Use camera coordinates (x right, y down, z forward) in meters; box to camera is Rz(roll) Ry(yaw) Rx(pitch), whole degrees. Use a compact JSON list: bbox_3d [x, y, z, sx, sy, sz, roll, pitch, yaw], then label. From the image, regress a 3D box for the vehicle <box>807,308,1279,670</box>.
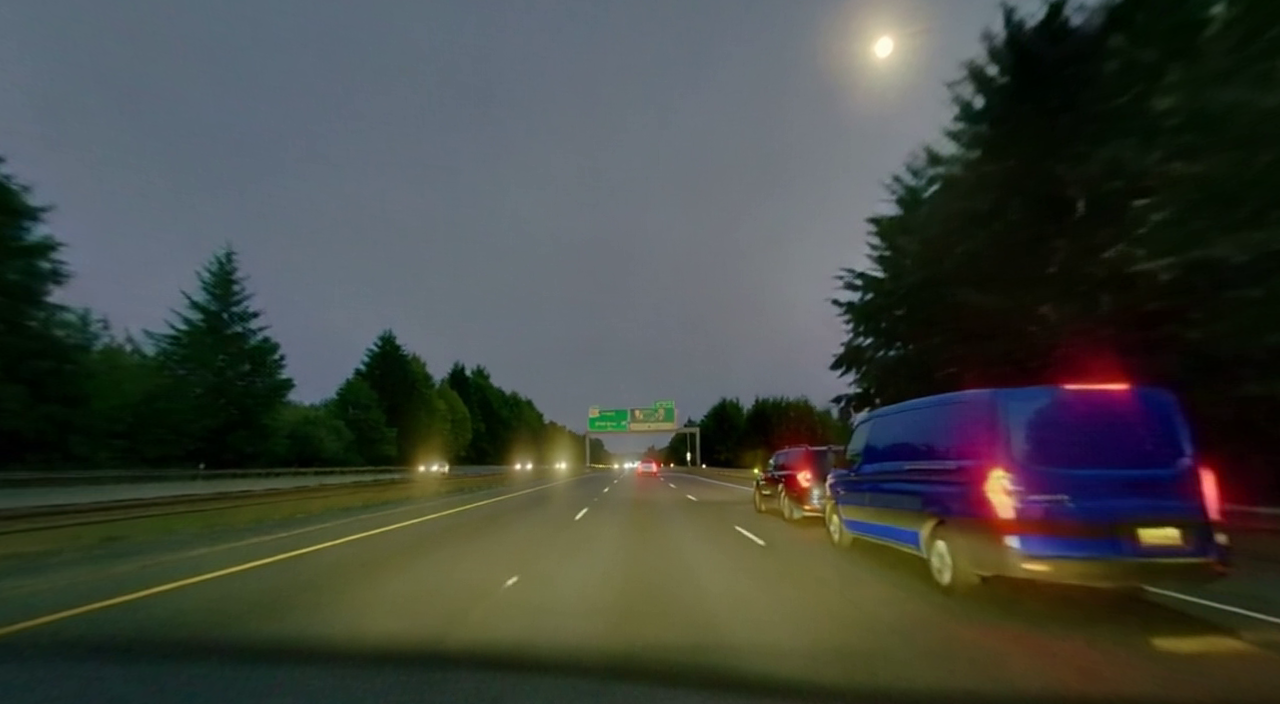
[{"bbox_3d":[4.455,1.607,8.141,2.737,2.711,6.687,1,-11,0],"label":"vehicle"}]
